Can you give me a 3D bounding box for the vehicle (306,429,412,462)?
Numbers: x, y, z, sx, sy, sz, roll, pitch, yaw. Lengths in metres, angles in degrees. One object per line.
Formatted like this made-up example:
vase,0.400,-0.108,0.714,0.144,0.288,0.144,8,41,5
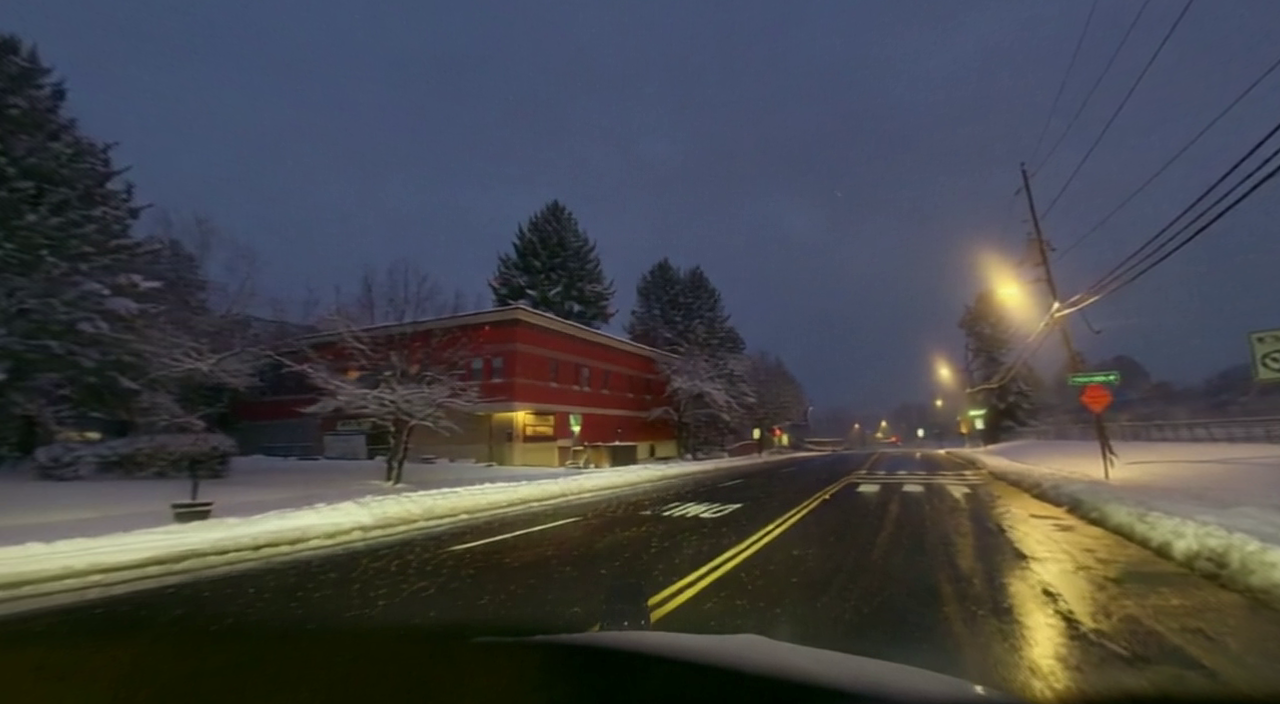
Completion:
vehicle,-15.278,5.092,34.282,5.035,1.666,2.449,-4,-9,25
